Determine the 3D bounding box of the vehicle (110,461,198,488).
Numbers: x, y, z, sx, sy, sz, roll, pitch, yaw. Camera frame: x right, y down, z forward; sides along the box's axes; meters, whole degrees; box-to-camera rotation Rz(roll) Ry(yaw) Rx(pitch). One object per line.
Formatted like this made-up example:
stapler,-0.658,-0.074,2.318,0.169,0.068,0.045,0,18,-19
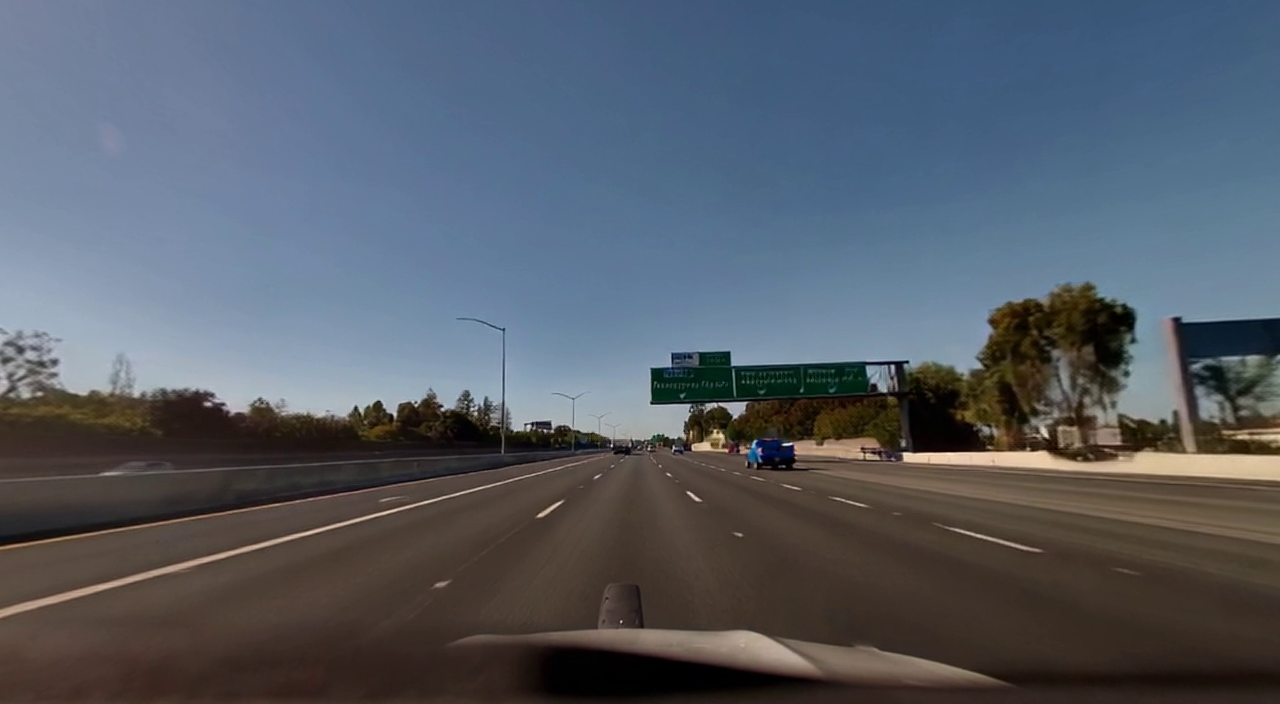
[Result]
vehicle,-31.864,8.000,41.473,1.872,1.533,4.822,-1,-9,1

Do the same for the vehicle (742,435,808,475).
vehicle,6.338,4.904,30.141,2.096,1.767,4.601,0,-9,0
